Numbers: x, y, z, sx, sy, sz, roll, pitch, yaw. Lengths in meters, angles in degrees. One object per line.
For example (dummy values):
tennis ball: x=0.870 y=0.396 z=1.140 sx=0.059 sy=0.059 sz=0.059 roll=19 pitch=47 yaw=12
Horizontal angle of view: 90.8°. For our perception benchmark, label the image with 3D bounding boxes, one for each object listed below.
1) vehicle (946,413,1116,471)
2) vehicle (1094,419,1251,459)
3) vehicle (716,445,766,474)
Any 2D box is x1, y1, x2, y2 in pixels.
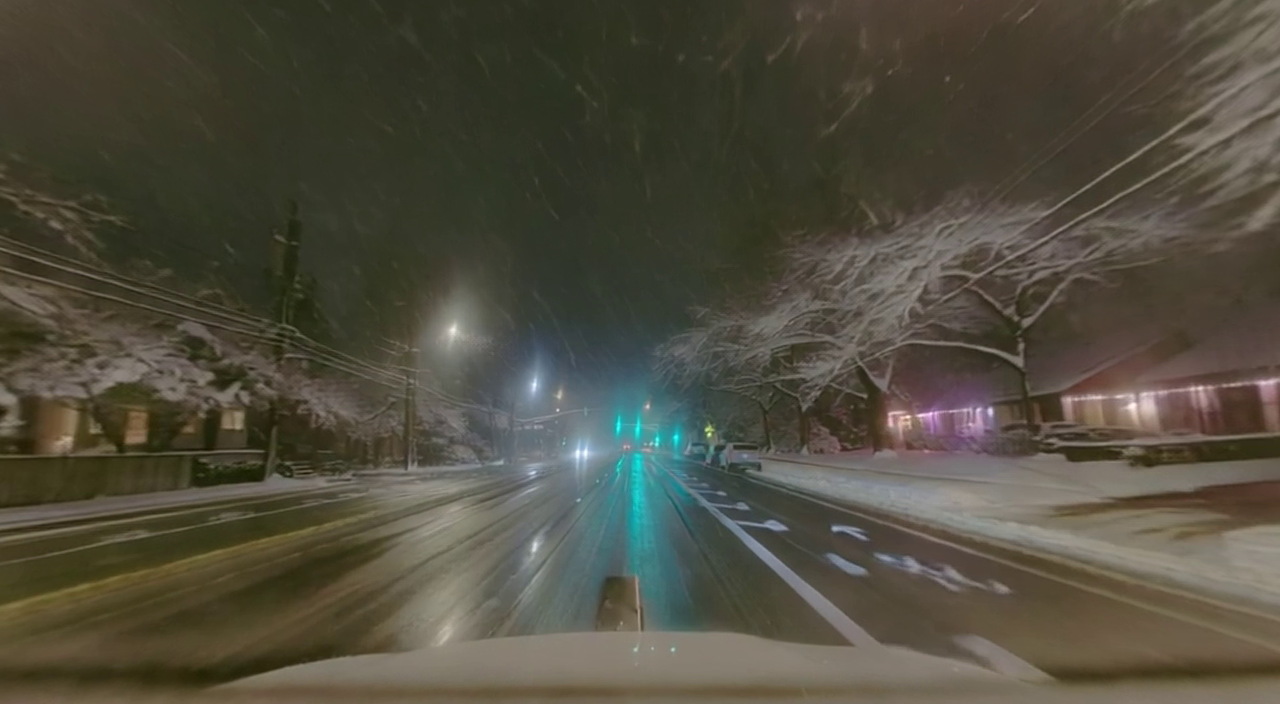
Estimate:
vehicle: x=15.239 y=3.540 z=24.859 sx=5.136 sy=1.795 sz=2.244 roll=-4 pitch=-9 yaw=-3
vehicle: x=21.040 y=3.460 z=25.113 sx=4.479 sy=1.474 sz=1.907 roll=0 pitch=-8 yaw=-1
vehicle: x=5.316 y=5.727 z=33.964 sx=1.984 sy=1.418 sz=4.709 roll=1 pitch=-9 yaw=1
